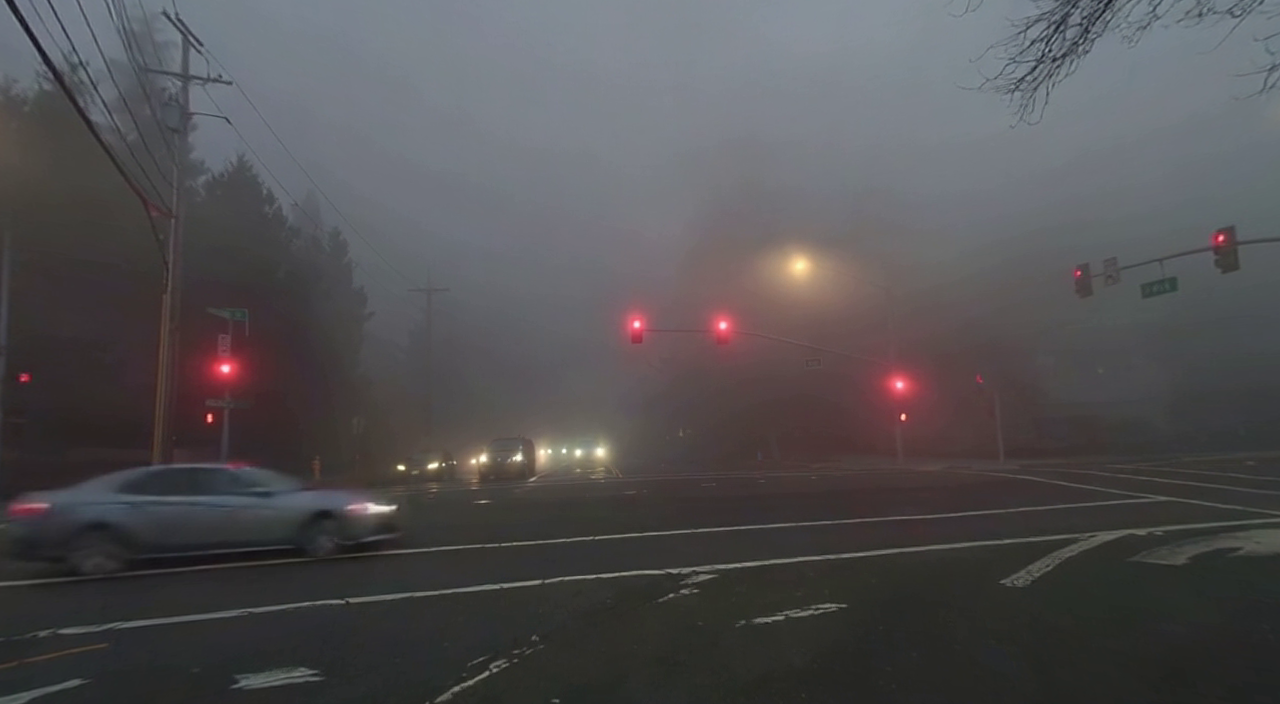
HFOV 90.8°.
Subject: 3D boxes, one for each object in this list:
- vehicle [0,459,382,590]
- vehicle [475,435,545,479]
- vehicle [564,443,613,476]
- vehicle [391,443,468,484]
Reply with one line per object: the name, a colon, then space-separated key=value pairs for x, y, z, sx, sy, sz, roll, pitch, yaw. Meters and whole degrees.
vehicle: x=-6.054 y=2.200 z=8.642 sx=4.443 sy=1.367 sz=2.197 roll=2 pitch=-9 yaw=-17
vehicle: x=-6.400 y=5.237 z=31.779 sx=2.479 sy=1.977 sz=5.254 roll=0 pitch=-9 yaw=-1
vehicle: x=-2.414 y=5.219 z=30.937 sx=2.174 sy=1.477 sz=4.805 roll=0 pitch=-9 yaw=-2
vehicle: x=-10.181 y=5.387 z=30.978 sx=2.241 sy=1.819 sz=4.690 roll=0 pitch=-9 yaw=-1
